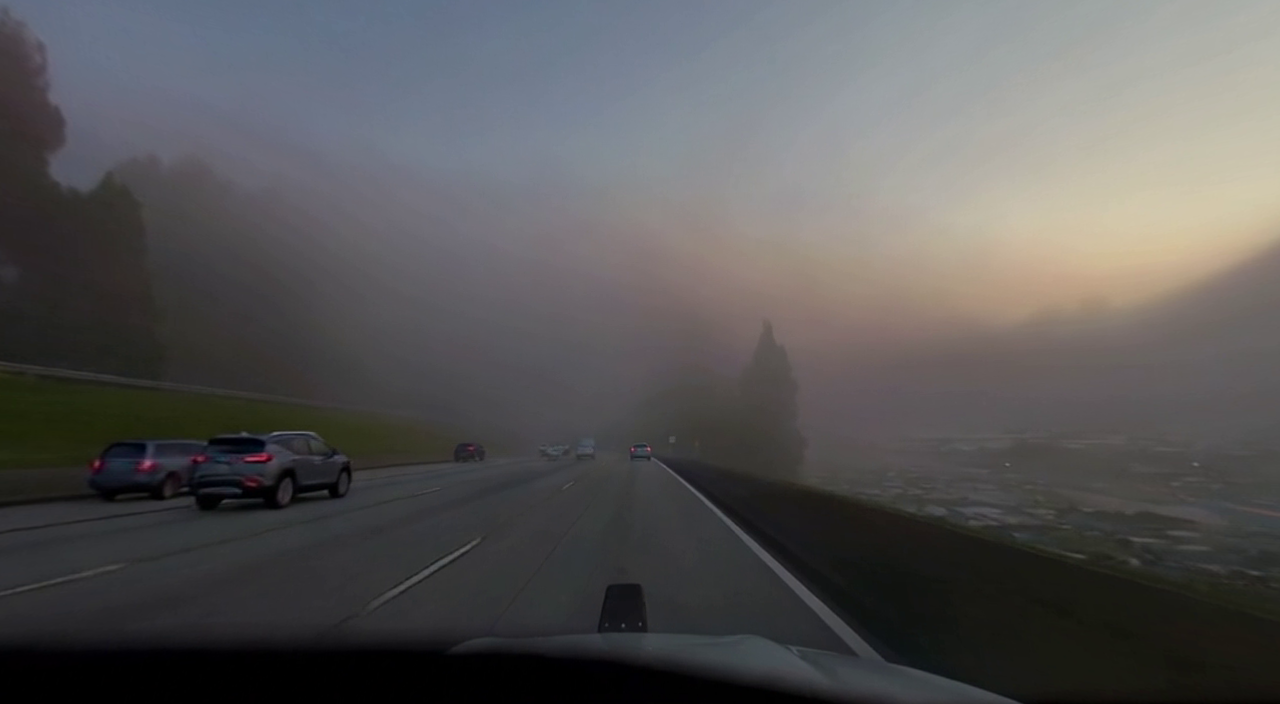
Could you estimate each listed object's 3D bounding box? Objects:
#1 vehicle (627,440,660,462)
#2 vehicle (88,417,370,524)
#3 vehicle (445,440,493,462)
[{"bbox_3d":[0.198,6.797,43.275,2.060,1.465,3.974,0,-8,-2],"label":"vehicle"},{"bbox_3d":[-7.729,2.269,12.679,2.238,1.712,5.000,0,-8,1],"label":"vehicle"},{"bbox_3d":[-11.992,6.960,44.246,2.056,1.489,4.852,0,-8,-1],"label":"vehicle"}]
